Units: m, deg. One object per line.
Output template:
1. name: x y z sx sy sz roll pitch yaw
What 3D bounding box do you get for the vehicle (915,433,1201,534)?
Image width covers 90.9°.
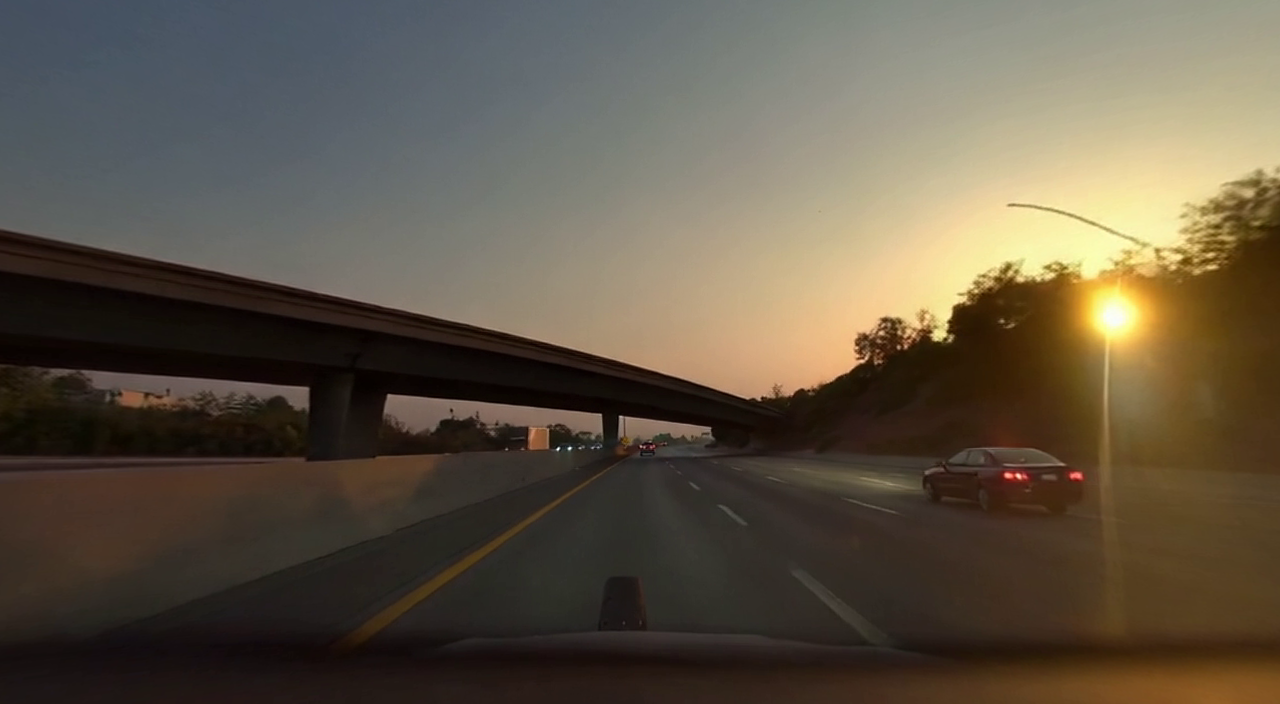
1. vehicle: 7.437 2.351 12.067 2.093 1.525 4.865 0 -8 -1
